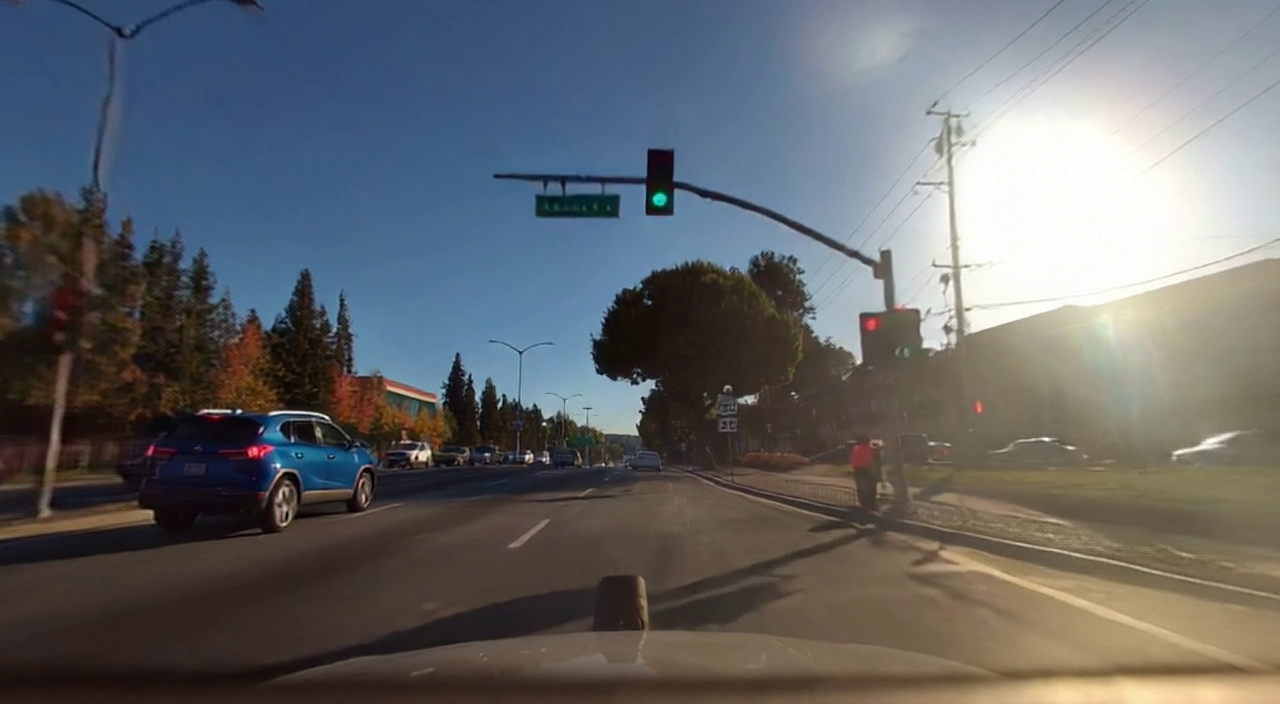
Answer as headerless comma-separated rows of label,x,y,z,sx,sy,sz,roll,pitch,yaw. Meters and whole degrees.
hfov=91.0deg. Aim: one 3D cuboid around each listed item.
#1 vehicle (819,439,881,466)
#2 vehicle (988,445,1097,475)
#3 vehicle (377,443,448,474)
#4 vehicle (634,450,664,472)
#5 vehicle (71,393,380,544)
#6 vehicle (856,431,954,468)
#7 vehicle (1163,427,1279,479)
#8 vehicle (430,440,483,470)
vehicle,12.753,6.141,38.534,1.884,1.522,4.642,1,-8,-4
vehicle,21.855,5.891,34.517,1.933,1.487,5.136,3,-9,-12
vehicle,-12.248,5.740,34.235,2.077,1.505,4.714,0,-8,0
vehicle,0.659,8.004,46.431,2.091,1.494,3.962,0,-8,0
vehicle,-6.168,1.793,10.211,2.027,1.908,4.273,0,-8,0
vehicle,13.470,4.995,32.385,1.950,1.697,4.906,3,-9,-16
vehicle,18.880,2.967,18.694,1.947,1.477,4.661,2,-8,-21
vehicle,-11.697,6.604,40.496,2.042,1.801,4.378,0,-8,1
